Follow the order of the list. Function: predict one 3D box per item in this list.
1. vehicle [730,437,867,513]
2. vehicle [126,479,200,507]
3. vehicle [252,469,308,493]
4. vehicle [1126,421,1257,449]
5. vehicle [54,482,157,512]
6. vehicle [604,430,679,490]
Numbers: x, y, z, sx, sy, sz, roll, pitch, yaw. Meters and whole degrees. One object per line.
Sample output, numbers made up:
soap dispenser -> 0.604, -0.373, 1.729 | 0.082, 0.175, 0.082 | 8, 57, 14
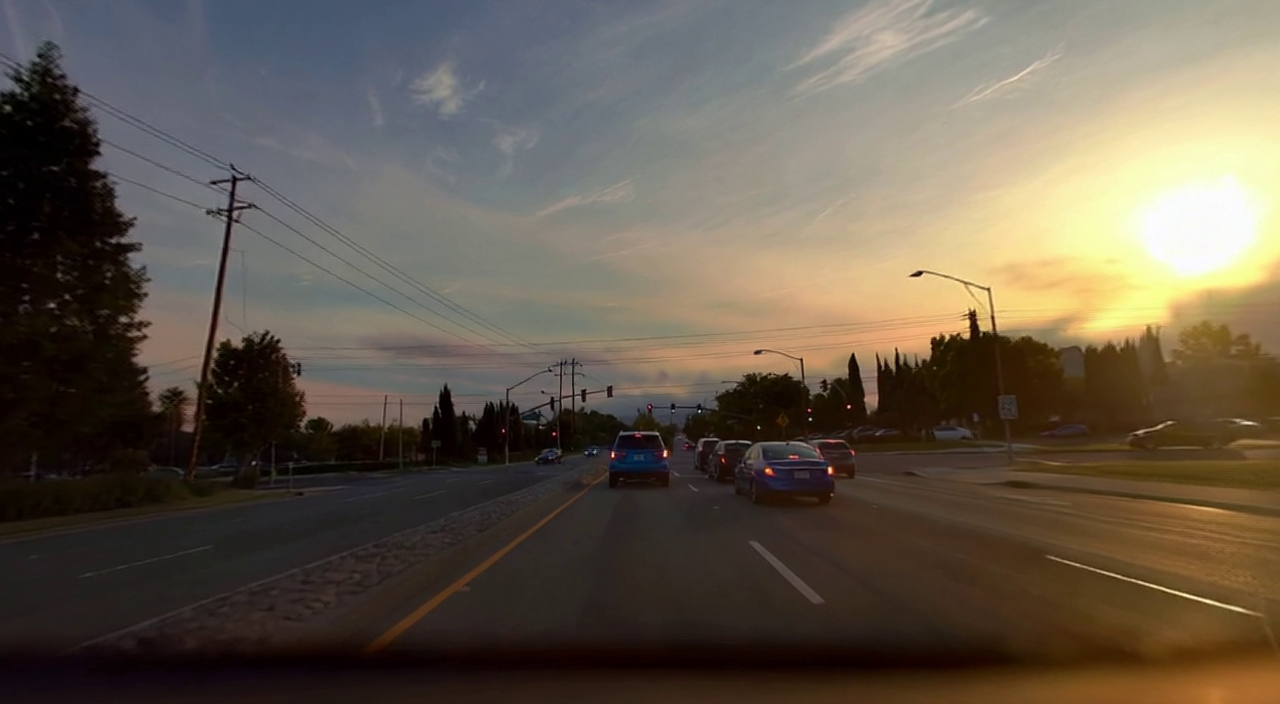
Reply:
vehicle -> 3.417, 2.758, 14.652 | 1.984, 1.462, 4.513 | 0, -9, 0
vehicle -> -33.082, 9.764, 43.852 | 3.637, 1.483, 2.007 | -3, -5, 2
vehicle -> -25.967, 9.298, 45.566 | 3.826, 1.522, 1.741 | -8, -11, 29
vehicle -> 41.084, 6.275, 47.443 | 7.088, 1.918, 2.678 | -7, -10, 37
vehicle -> -32.280, 8.756, 38.264 | 4.224, 1.614, 2.123 | 0, -9, -1
vehicle -> 0.024, 3.631, 21.553 | 2.300, 1.821, 4.254 | 0, -9, -1
